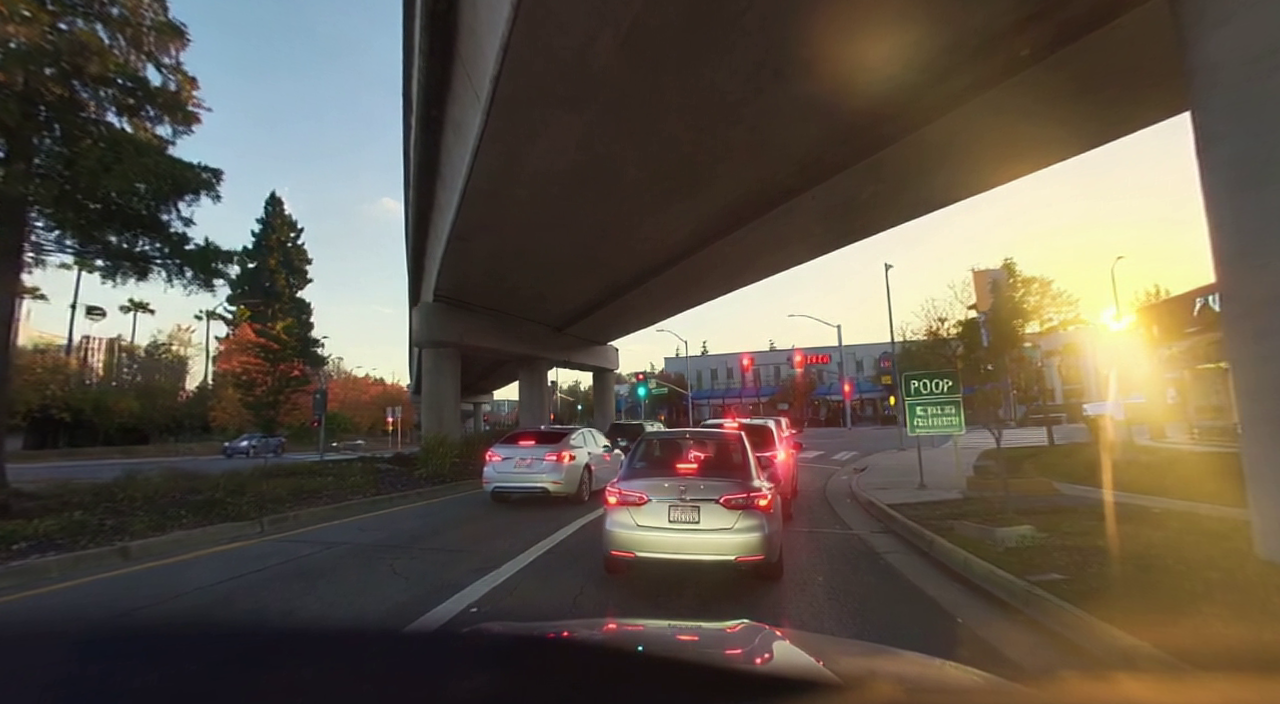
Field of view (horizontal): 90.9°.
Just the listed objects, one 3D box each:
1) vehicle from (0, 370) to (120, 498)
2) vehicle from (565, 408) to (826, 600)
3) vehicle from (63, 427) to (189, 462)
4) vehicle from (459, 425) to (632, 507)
[{"bbox_3d":[-24.374,2.698,19.064,13.064,3.755,3.269,-1,-8,-13],"label":"vehicle"},{"bbox_3d":[0.770,1.592,7.567,2.195,1.571,4.353,-2,-8,9],"label":"vehicle"},{"bbox_3d":[-31.460,5.672,38.825,5.457,2.021,2.213,2,-9,-13],"label":"vehicle"},{"bbox_3d":[-1.878,2.510,14.402,2.214,1.519,4.704,-2,-9,14],"label":"vehicle"}]
